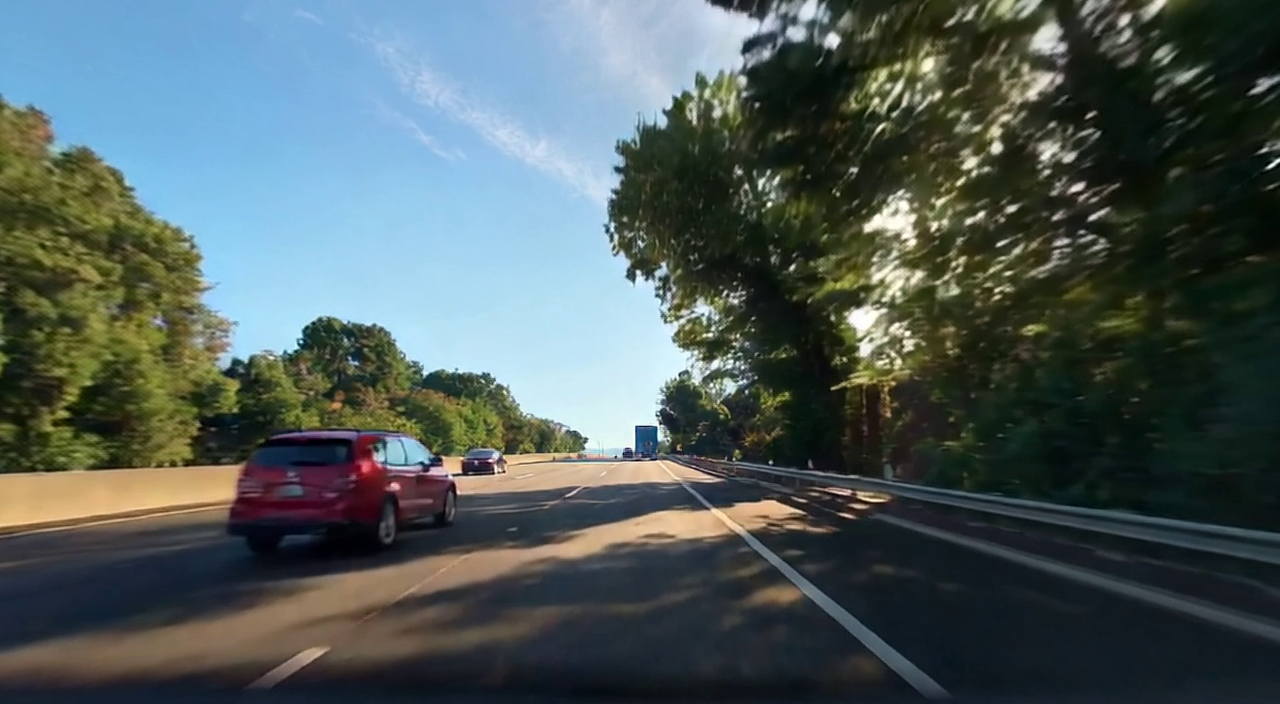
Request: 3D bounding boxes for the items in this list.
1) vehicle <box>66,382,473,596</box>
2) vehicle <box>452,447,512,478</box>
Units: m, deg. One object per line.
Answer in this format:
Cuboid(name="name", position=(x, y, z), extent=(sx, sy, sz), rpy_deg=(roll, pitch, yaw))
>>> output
Cuboid(name="vehicle", position=(-4.011, 1.624, 8.306), extent=(2.124, 1.888, 5.226), rpy_deg=(-1, -9, 1))
Cuboid(name="vehicle", position=(-8.020, 5.652, 32.418), extent=(1.877, 1.433, 4.266), rpy_deg=(-1, -9, 1))
